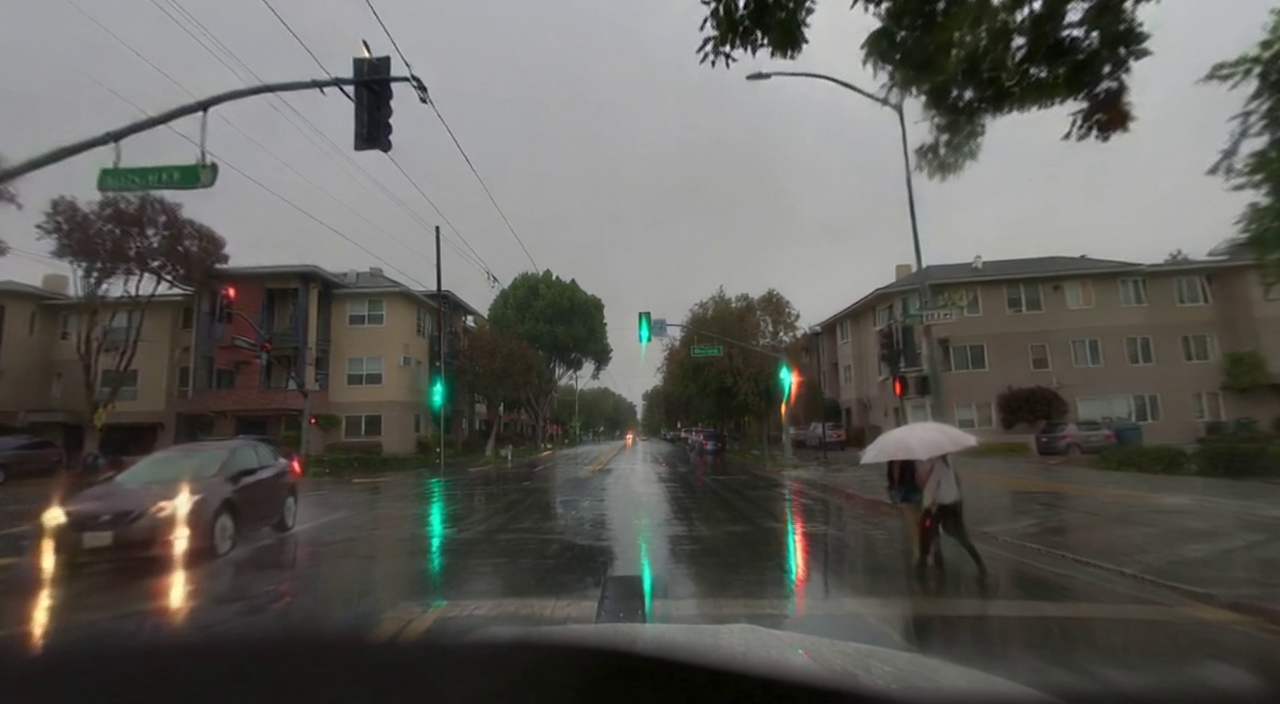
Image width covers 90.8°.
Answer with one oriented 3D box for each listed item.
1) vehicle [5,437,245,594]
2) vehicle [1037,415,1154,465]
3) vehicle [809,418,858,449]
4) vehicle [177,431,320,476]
[{"bbox_3d":[-6.492,2.000,8.485,1.945,1.424,4.135,2,-10,-32],"label":"vehicle"},{"bbox_3d":[17.121,3.369,24.051,2.013,1.722,4.007,-2,-9,11],"label":"vehicle"},{"bbox_3d":[11.487,4.933,37.782,1.950,1.714,4.245,-1,-8,5],"label":"vehicle"},{"bbox_3d":[-19.063,4.944,30.989,5.468,1.854,2.283,-2,-8,-4],"label":"vehicle"}]
